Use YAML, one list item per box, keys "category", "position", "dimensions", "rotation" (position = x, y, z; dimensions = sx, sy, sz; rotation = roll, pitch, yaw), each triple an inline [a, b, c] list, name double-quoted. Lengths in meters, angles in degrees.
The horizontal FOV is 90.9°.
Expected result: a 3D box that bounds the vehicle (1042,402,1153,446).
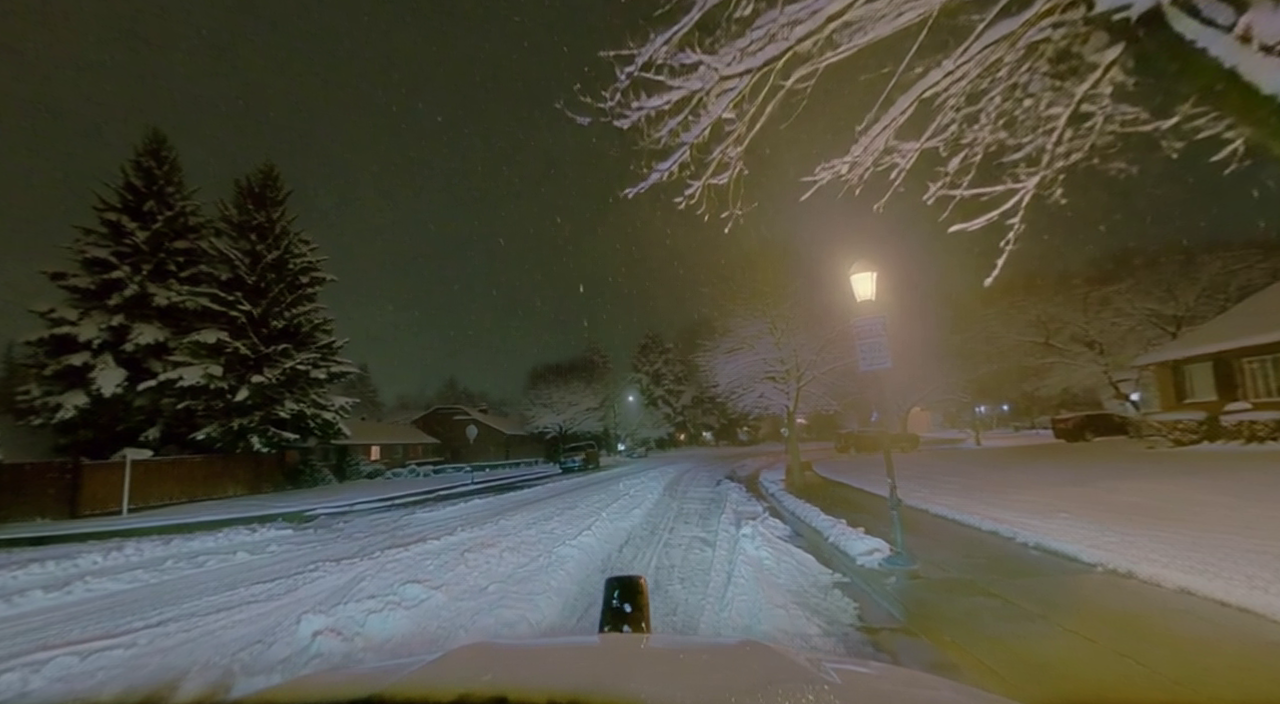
- category: "vehicle"
  position: [18.501, 3.009, 25.762]
  dimensions: [1.806, 1.481, 4.671]
  rotation: [-6, -9, 12]
